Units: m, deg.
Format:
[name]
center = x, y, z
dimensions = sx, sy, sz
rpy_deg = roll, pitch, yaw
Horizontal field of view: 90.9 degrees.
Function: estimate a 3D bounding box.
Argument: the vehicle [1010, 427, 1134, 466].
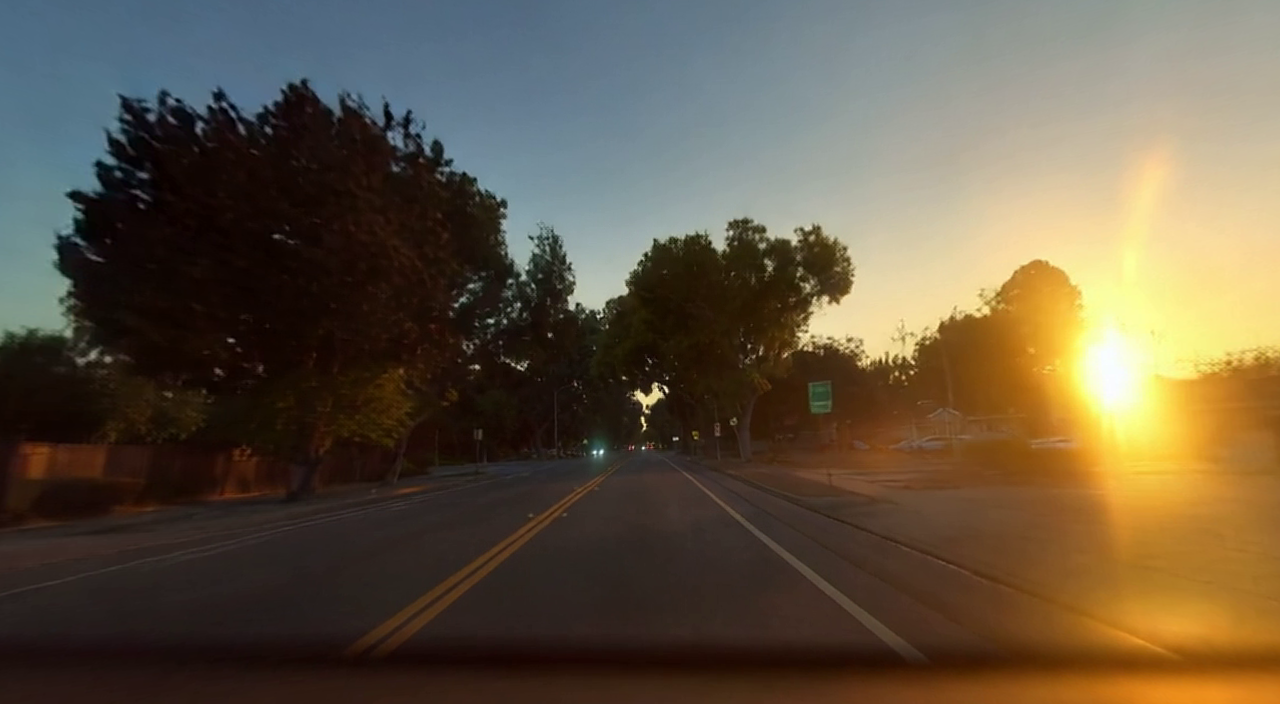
[vehicle]
center = 20.216, 4.452, 29.658
dimensions = 4.151, 1.730, 2.131
rpy_deg = 0, -9, 3
